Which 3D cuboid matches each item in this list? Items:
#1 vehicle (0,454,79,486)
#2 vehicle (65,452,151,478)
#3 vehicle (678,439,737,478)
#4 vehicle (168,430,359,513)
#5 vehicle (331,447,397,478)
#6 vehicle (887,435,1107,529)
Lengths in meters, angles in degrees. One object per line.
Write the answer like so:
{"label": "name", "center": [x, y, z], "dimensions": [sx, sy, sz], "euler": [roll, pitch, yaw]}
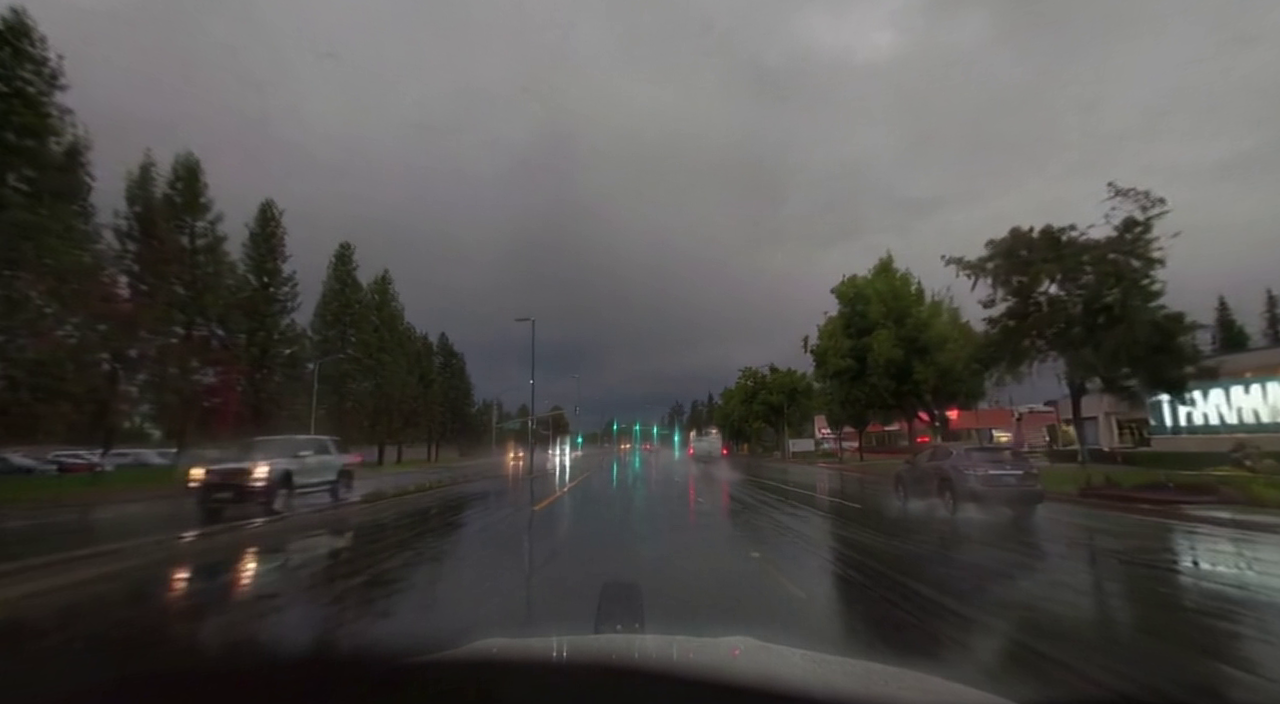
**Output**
{"label": "vehicle", "center": [-28.642, 5.454, 29.217], "dimensions": [3.453, 1.405, 1.745], "euler": [0, -9, 2]}
{"label": "vehicle", "center": [-29.312, 6.226, 34.740], "dimensions": [3.351, 1.369, 1.579], "euler": [0, -8, 3]}
{"label": "vehicle", "center": [3.035, 4.919, 29.254], "dimensions": [2.161, 1.676, 4.151], "euler": [0, -9, -1]}
{"label": "vehicle", "center": [-9.212, 2.946, 15.959], "dimensions": [2.160, 1.785, 4.280], "euler": [0, -9, 0]}
{"label": "vehicle", "center": [-16.574, 6.638, 38.055], "dimensions": [1.947, 1.738, 4.428], "euler": [0, -9, -1]}
{"label": "vehicle", "center": [6.775, 2.478, 12.597], "dimensions": [1.886, 1.528, 4.169], "euler": [0, -9, -1]}
